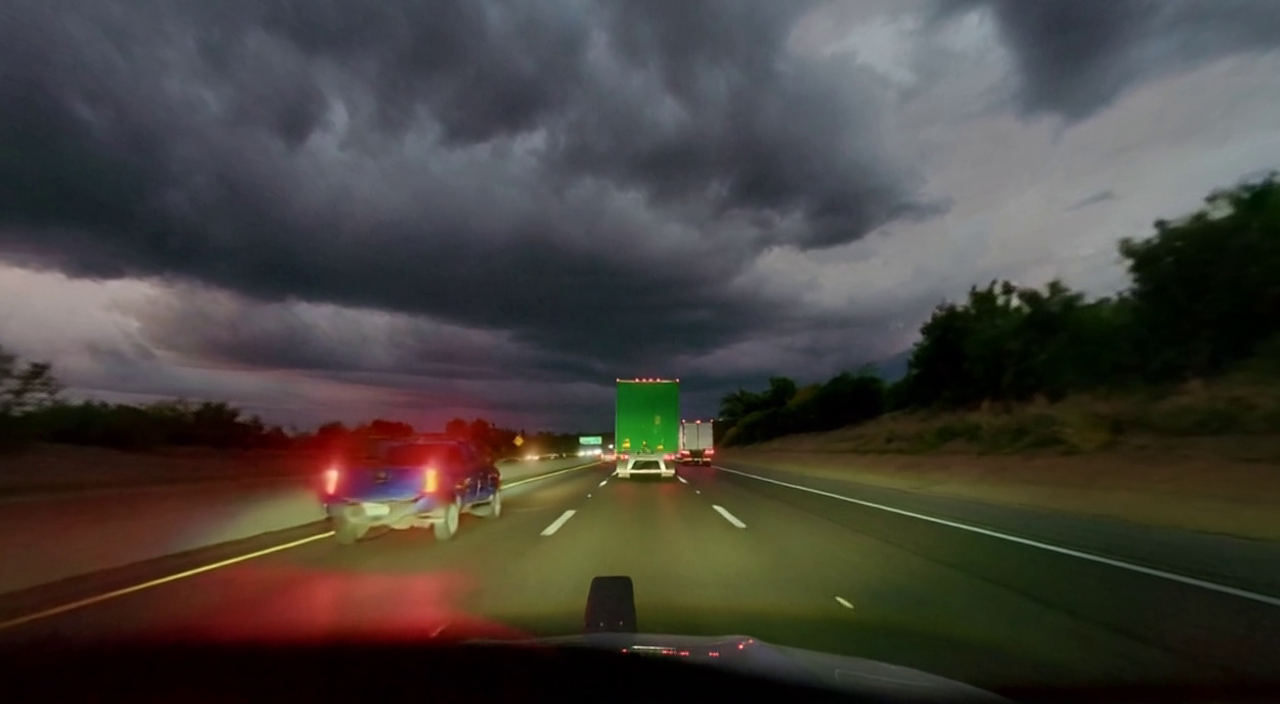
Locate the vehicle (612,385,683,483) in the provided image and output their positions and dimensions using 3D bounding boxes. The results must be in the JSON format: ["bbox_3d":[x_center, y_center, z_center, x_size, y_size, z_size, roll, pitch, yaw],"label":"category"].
[{"bbox_3d":[0.331,4.231,31.745,2.932,4.042,11.054,0,-9,0],"label":"vehicle"}]

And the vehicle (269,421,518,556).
[{"bbox_3d":[-3.496,2.047,10.113,2.173,1.657,4.401,0,-9,0],"label":"vehicle"}]
